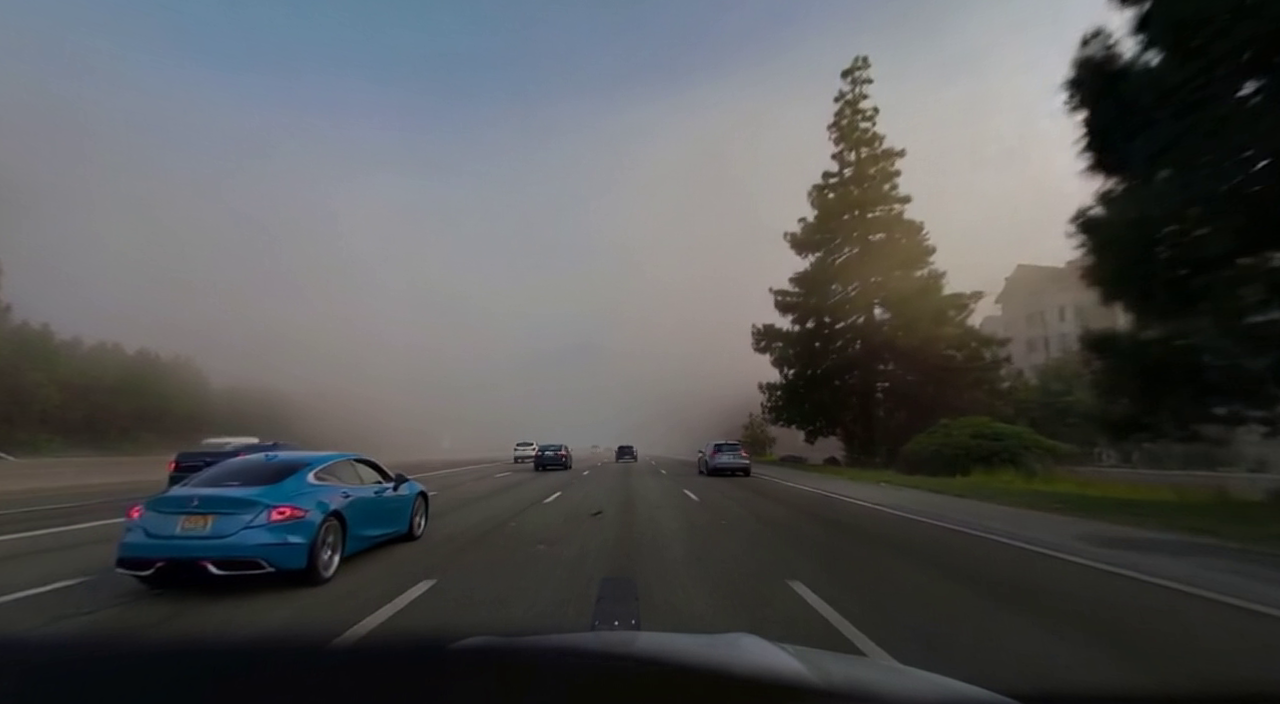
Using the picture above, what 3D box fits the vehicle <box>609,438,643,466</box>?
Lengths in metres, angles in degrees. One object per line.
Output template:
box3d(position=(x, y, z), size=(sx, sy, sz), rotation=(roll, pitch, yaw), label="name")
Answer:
box3d(position=(-0.865, 6.340, 40.205), size=(2.053, 1.650, 3.945), rotation=(0, -8, -1), label="vehicle")

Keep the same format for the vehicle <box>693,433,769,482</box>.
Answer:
box3d(position=(3.281, 3.901, 23.674), size=(2.061, 1.658, 4.417), rotation=(0, -8, -2), label="vehicle")

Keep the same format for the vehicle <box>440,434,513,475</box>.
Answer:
box3d(position=(-7.638, 4.852, 30.090), size=(2.086, 1.776, 5.080), rotation=(0, -8, 0), label="vehicle")

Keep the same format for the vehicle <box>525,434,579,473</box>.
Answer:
box3d(position=(-4.270, 5.003, 31.303), size=(2.044, 1.774, 4.329), rotation=(0, -8, 0), label="vehicle")

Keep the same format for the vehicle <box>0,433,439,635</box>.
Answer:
box3d(position=(-3.970, 1.635, 6.801), size=(2.124, 1.426, 4.444), rotation=(0, -8, 0), label="vehicle")
